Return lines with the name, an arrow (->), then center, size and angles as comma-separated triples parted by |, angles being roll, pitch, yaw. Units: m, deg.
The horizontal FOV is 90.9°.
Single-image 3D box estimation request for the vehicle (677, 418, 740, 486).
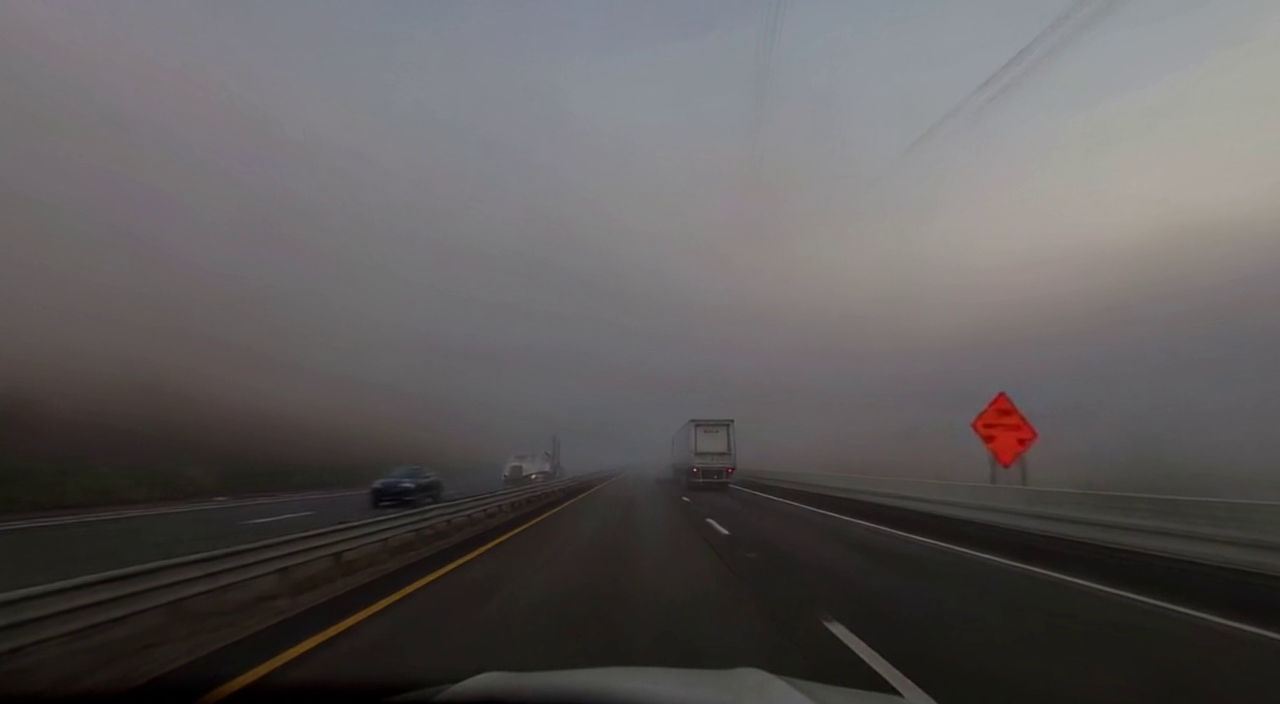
vehicle -> 3.851, 5.853, 36.765 | 2.806, 3.499, 5.698 | -3, -9, -1
